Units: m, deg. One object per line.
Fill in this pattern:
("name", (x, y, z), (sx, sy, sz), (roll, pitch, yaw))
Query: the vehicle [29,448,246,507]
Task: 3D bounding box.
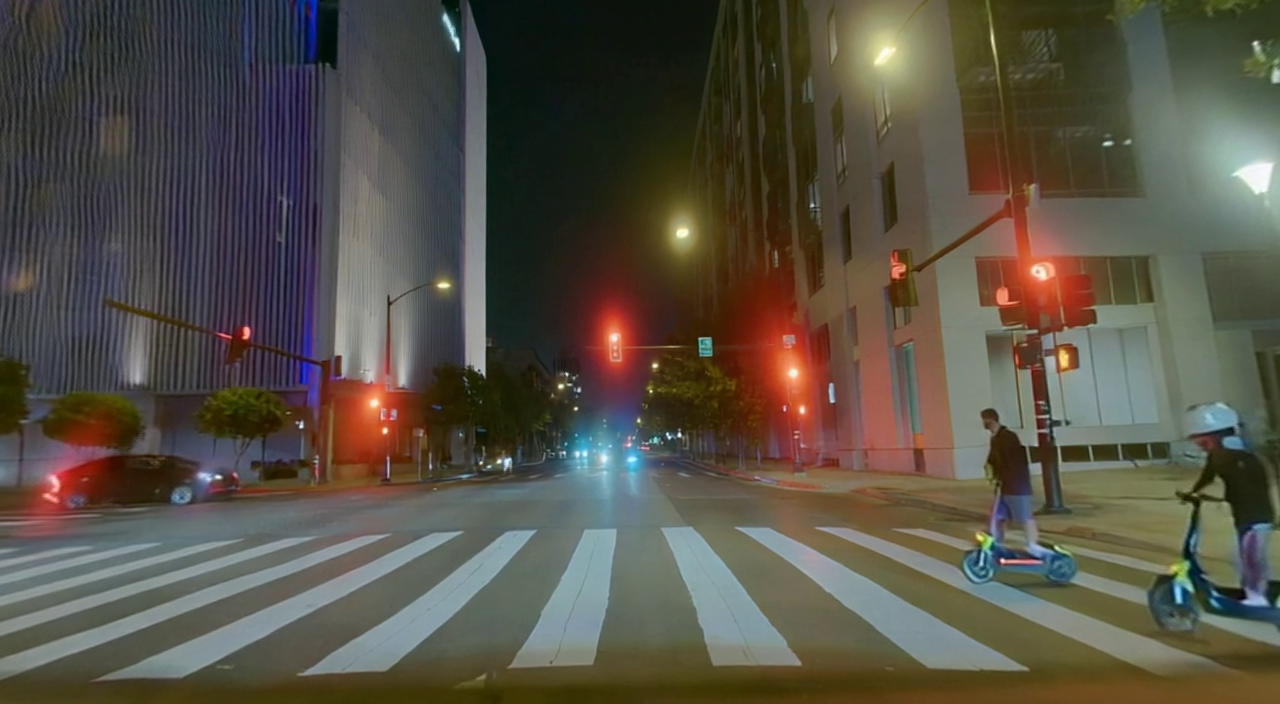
("vehicle", (-14.993, 3.741, 19.131), (4.641, 1.616, 2.051), (1, -8, -6))
